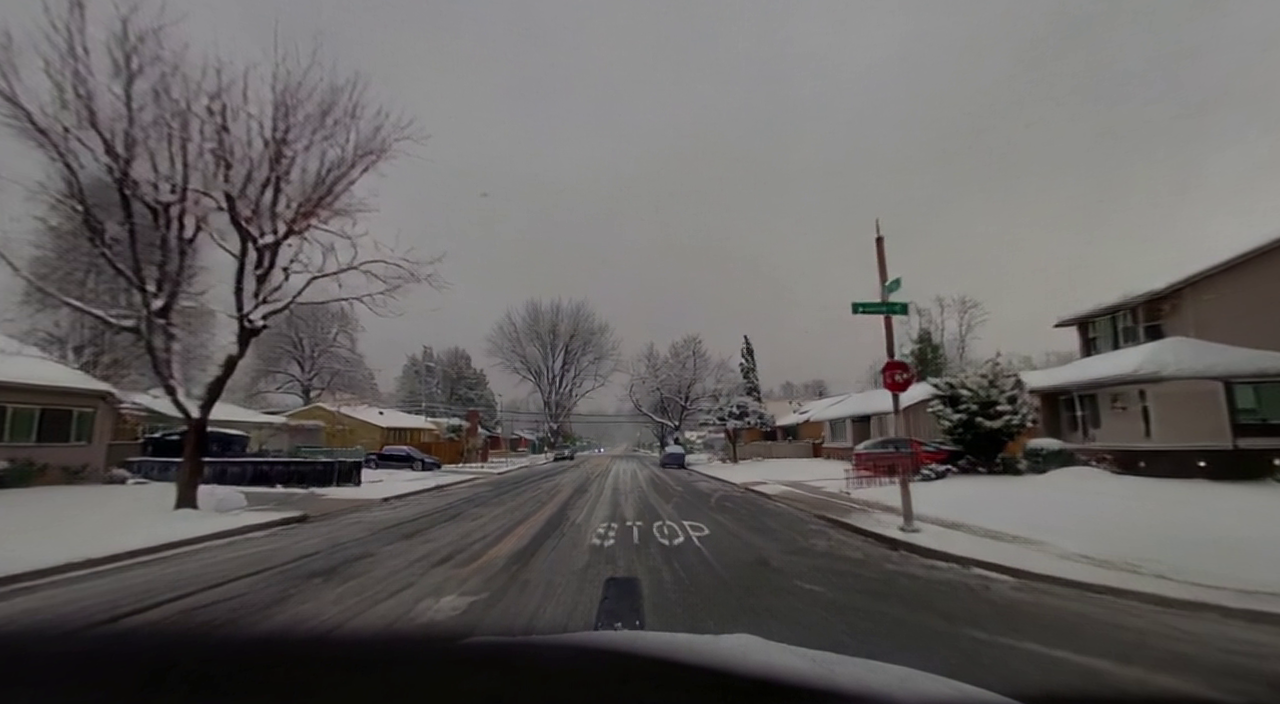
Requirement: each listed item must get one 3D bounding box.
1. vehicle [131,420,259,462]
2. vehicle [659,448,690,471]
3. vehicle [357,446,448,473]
[{"bbox_3d":[-19.227,3.879,27.453,4.093,1.661,1.765,0,-9,-6],"label":"vehicle"},{"bbox_3d":[2.465,7.796,45.978,1.975,1.528,4.000,0,-9,0],"label":"vehicle"},{"bbox_3d":[-13.966,6.363,37.356,4.572,1.522,1.999,1,-9,-5],"label":"vehicle"}]
